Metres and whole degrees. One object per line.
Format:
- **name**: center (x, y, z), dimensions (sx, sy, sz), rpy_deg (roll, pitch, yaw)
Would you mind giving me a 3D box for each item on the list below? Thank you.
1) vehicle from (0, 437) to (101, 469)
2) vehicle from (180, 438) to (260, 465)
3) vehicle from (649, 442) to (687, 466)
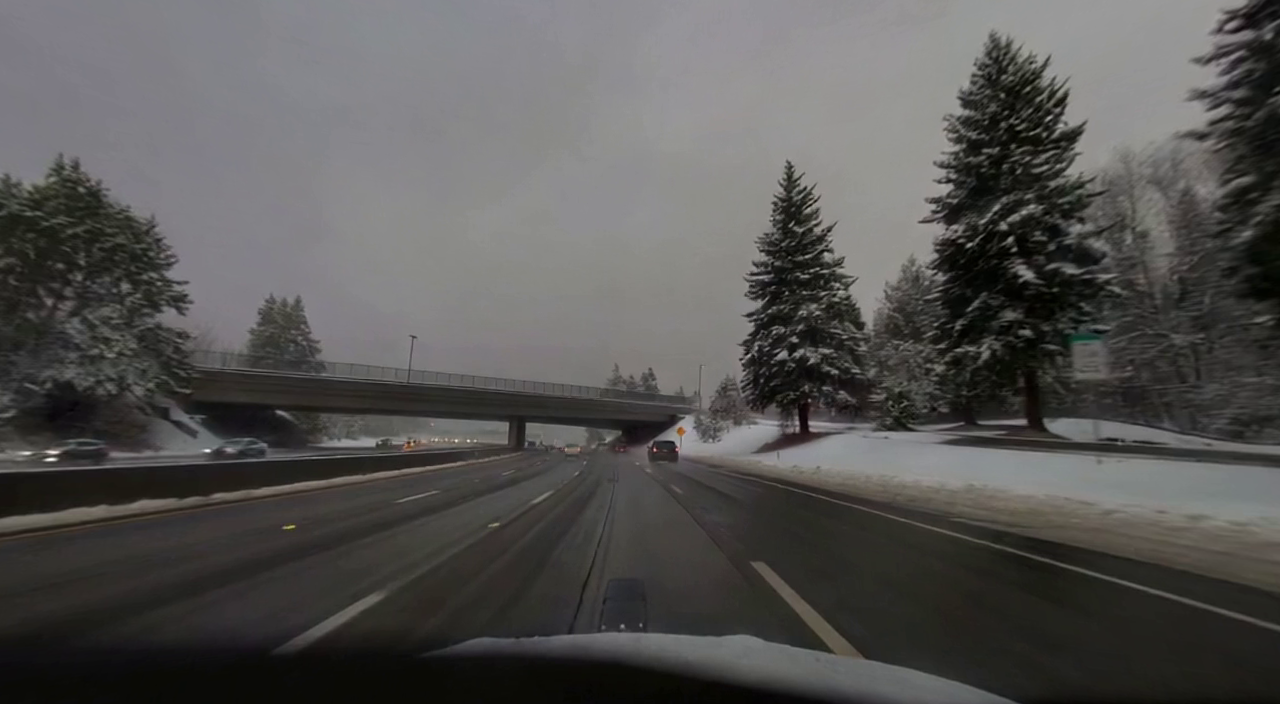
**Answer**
- **vehicle**: center (-38.071, 6.420, 40.383), dimensions (2.152, 1.903, 5.882), rpy_deg (0, -8, -3)
- **vehicle**: center (-27.093, 6.440, 40.900), dimensions (2.019, 1.636, 4.858), rpy_deg (0, -8, -3)
- **vehicle**: center (1.854, 6.905, 43.032), dimensions (2.059, 1.509, 4.670), rpy_deg (1, -8, -4)
